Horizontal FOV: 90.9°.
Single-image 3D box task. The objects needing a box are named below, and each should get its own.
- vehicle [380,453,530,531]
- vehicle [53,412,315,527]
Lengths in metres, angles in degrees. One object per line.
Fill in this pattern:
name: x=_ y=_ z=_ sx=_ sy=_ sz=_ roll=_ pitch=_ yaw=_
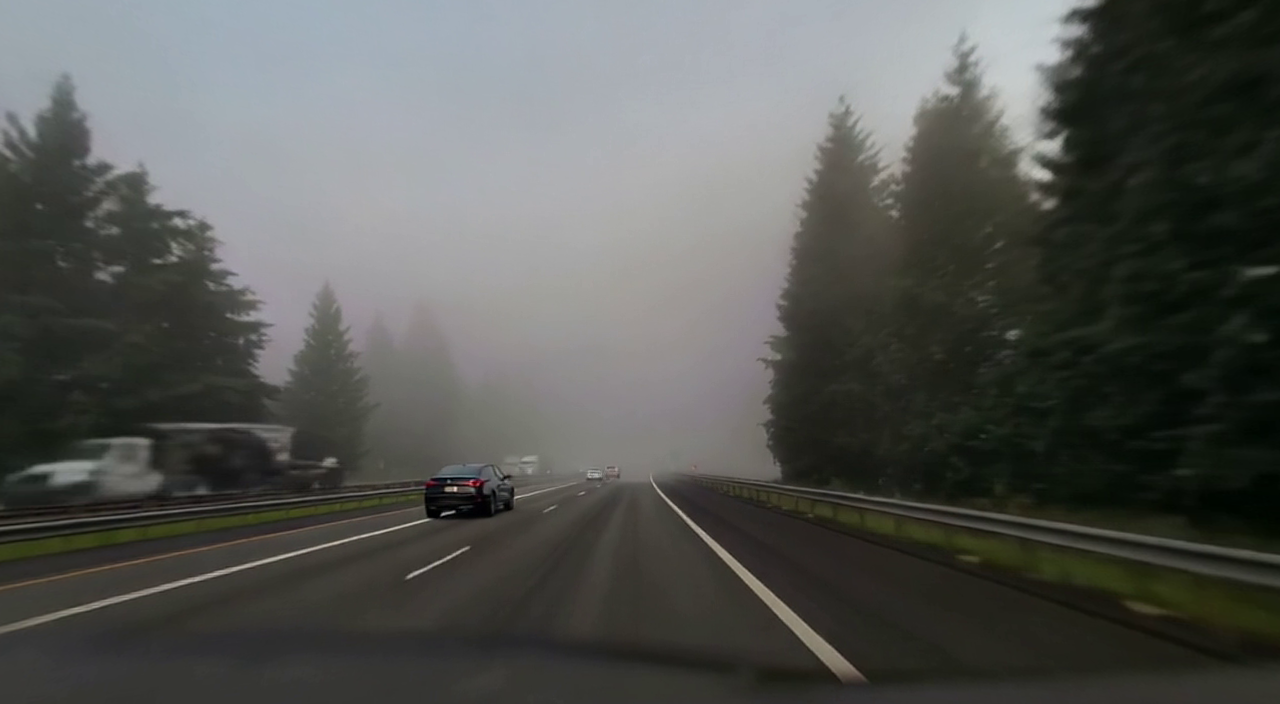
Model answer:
vehicle: x=-3.992 y=3.134 z=14.534 sx=2.043 sy=1.486 sz=4.442 roll=0 pitch=-10 yaw=1
vehicle: x=-13.576 y=3.670 z=19.856 sx=2.731 sy=2.903 sz=7.291 roll=1 pitch=-10 yaw=0
